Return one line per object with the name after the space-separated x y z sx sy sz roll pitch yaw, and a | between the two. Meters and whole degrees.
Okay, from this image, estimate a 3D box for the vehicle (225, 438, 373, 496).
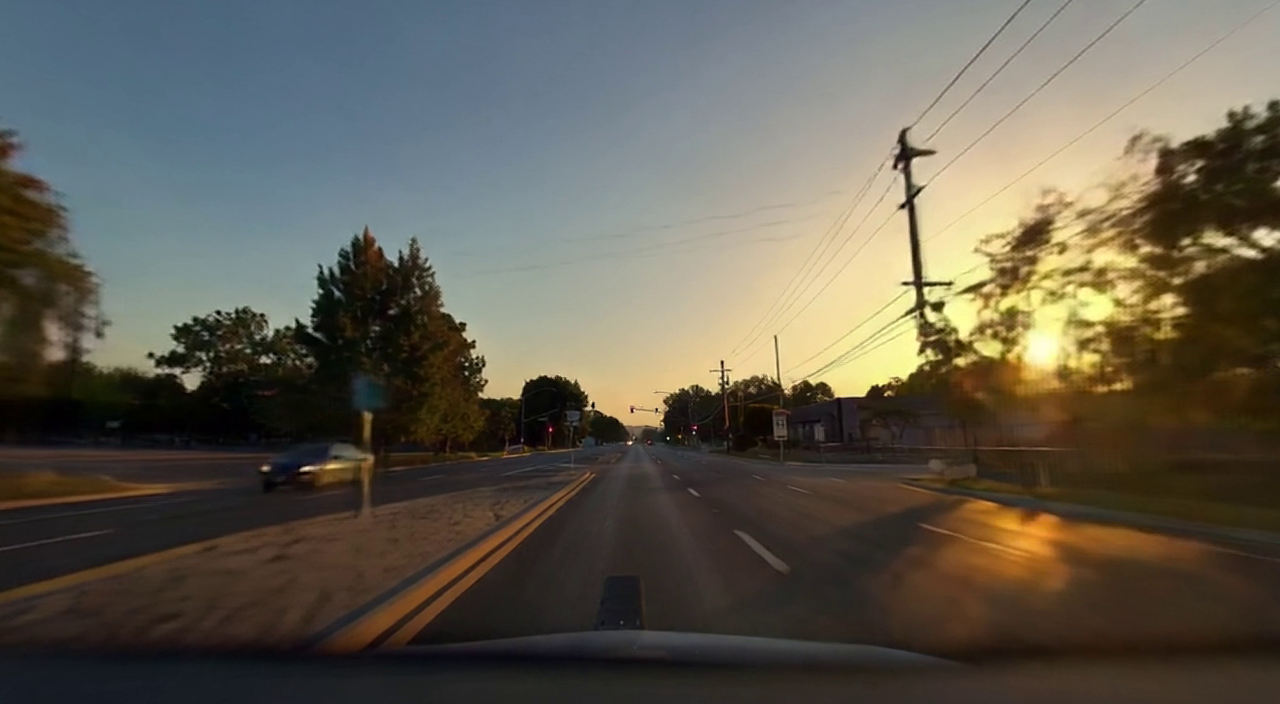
-10.576 3.595 20.175 1.916 1.593 5.012 0 -8 0 | vehicle
